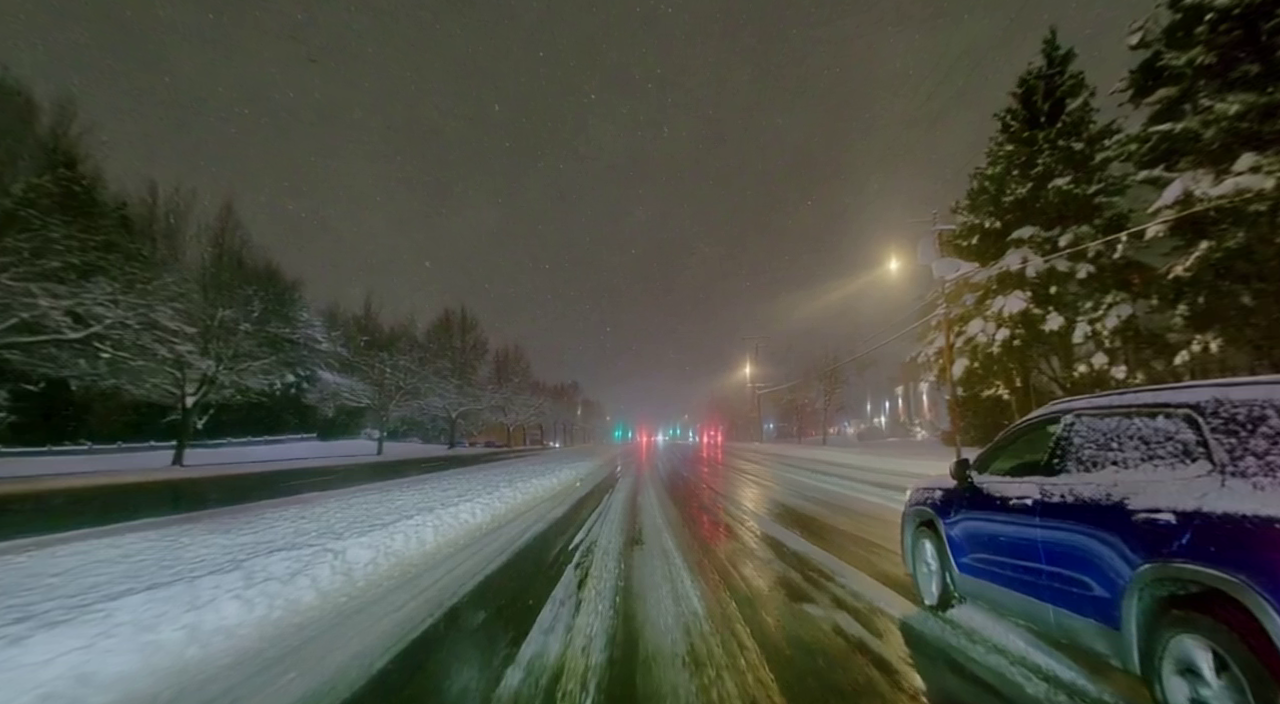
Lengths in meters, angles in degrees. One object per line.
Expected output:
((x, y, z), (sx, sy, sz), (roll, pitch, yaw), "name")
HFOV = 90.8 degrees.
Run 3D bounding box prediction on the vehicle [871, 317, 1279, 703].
((3.071, 0.916, 3.287), (2.060, 1.665, 4.284), (0, -8, 0), "vehicle")
